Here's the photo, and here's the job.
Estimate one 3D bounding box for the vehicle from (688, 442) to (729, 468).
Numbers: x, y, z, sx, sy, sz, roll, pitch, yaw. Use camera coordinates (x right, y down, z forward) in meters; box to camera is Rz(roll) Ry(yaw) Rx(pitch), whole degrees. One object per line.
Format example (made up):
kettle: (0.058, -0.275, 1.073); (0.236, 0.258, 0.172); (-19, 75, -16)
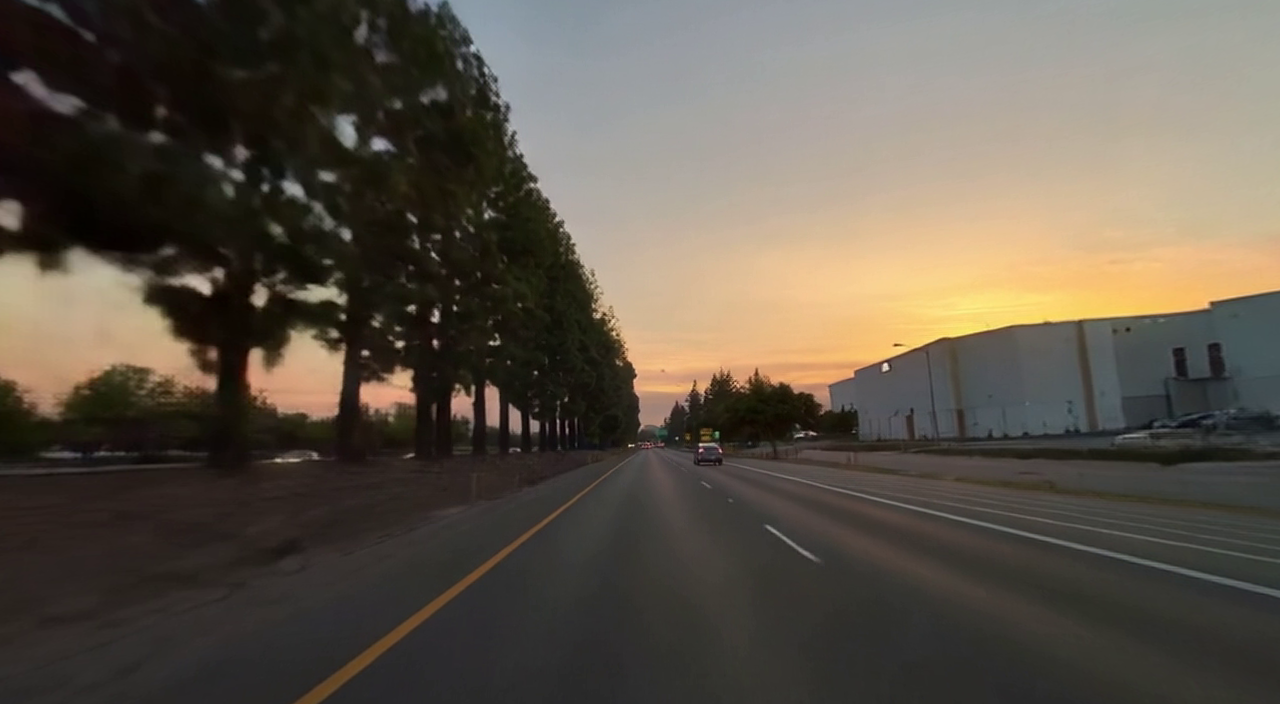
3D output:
vehicle: (4.207, 6.381, 39.286); (2.062, 1.518, 4.026); (0, -8, 0)
